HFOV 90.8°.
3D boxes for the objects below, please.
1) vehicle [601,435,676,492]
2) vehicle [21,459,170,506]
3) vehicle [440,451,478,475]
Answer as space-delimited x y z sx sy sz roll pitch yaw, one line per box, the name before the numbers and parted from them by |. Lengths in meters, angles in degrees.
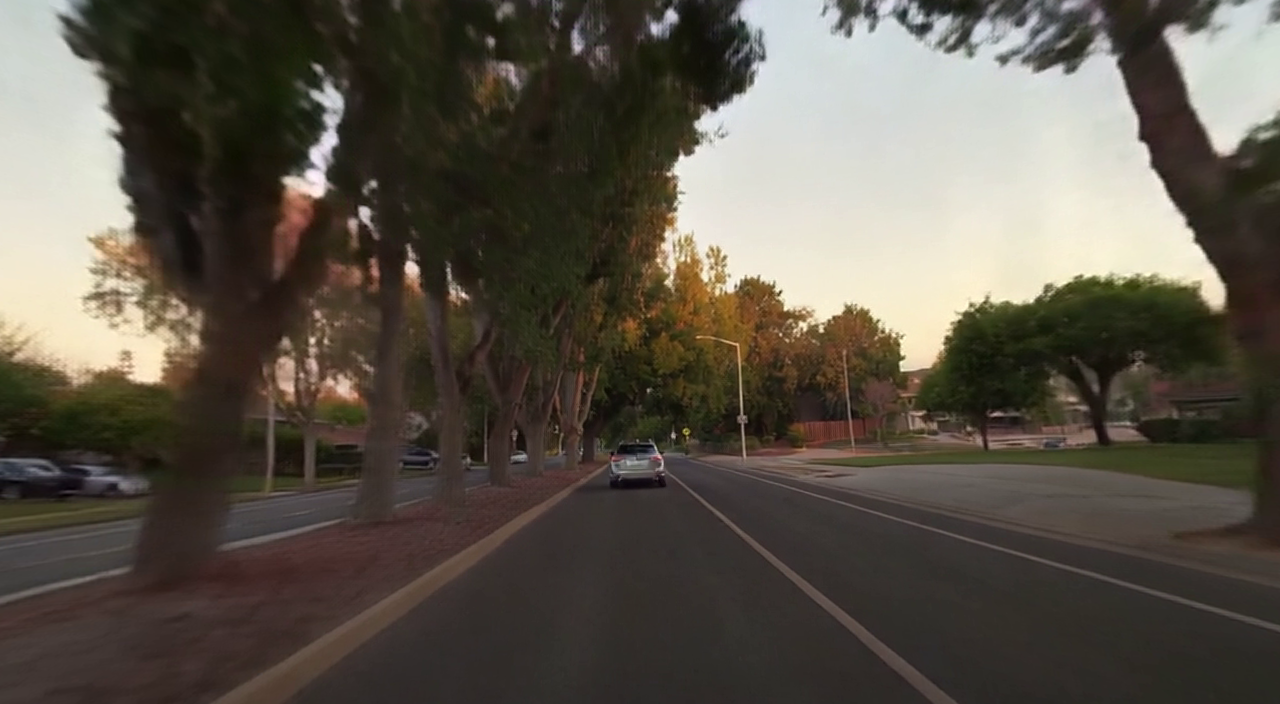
vehicle | -0.070 3.578 20.600 2.181 1.639 4.127 0 -8 -1
vehicle | -21.881 5.246 25.518 4.241 1.500 1.956 -4 -8 0
vehicle | -13.962 8.528 48.839 1.900 1.596 4.142 -4 -8 -3
